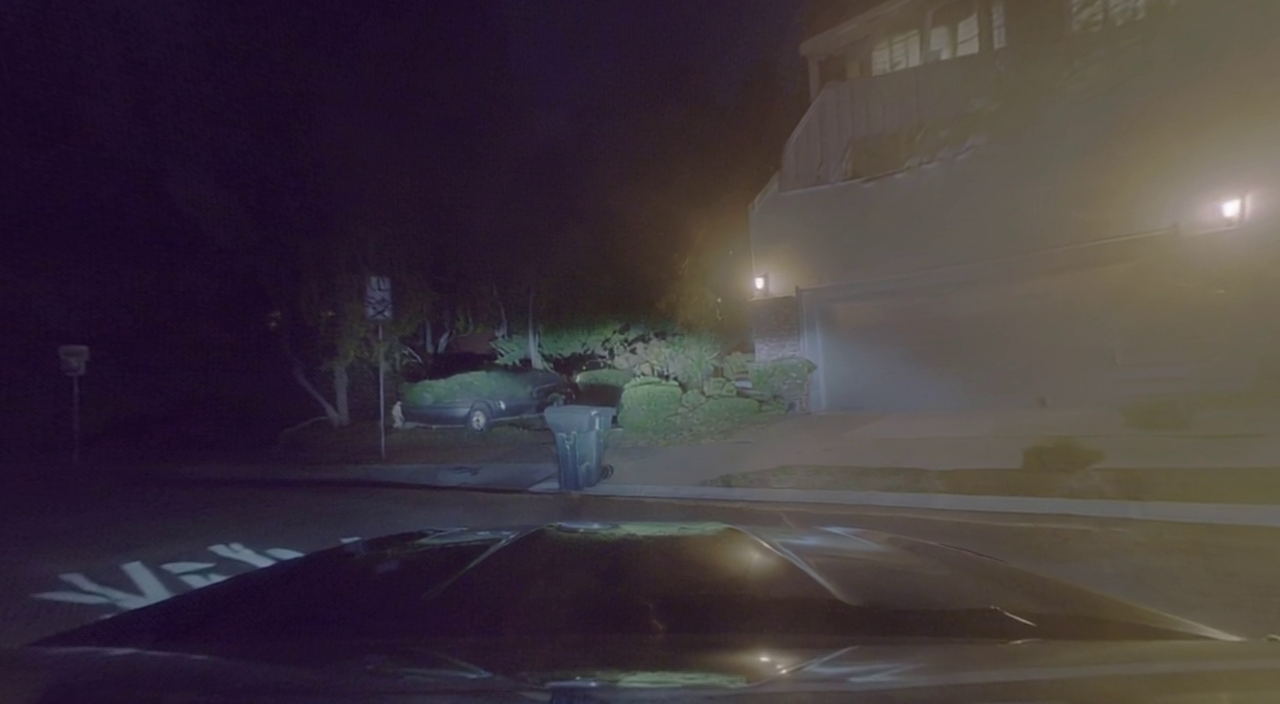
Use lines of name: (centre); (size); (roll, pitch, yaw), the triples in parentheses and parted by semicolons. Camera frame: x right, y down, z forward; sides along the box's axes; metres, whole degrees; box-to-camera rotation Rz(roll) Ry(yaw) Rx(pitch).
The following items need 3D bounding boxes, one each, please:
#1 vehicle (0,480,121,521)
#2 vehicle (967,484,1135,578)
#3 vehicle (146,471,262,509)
vehicle: (-25.830, 6.473, 27.721); (1.804, 1.435, 4.315); (-5, -11, 44)
vehicle: (9.132, 3.931, 14.516); (1.860, 1.477, 4.629); (-3, -9, 16)
vehicle: (-22.059, 7.067, 32.121); (2.019, 1.697, 4.310); (-1, -14, 17)
